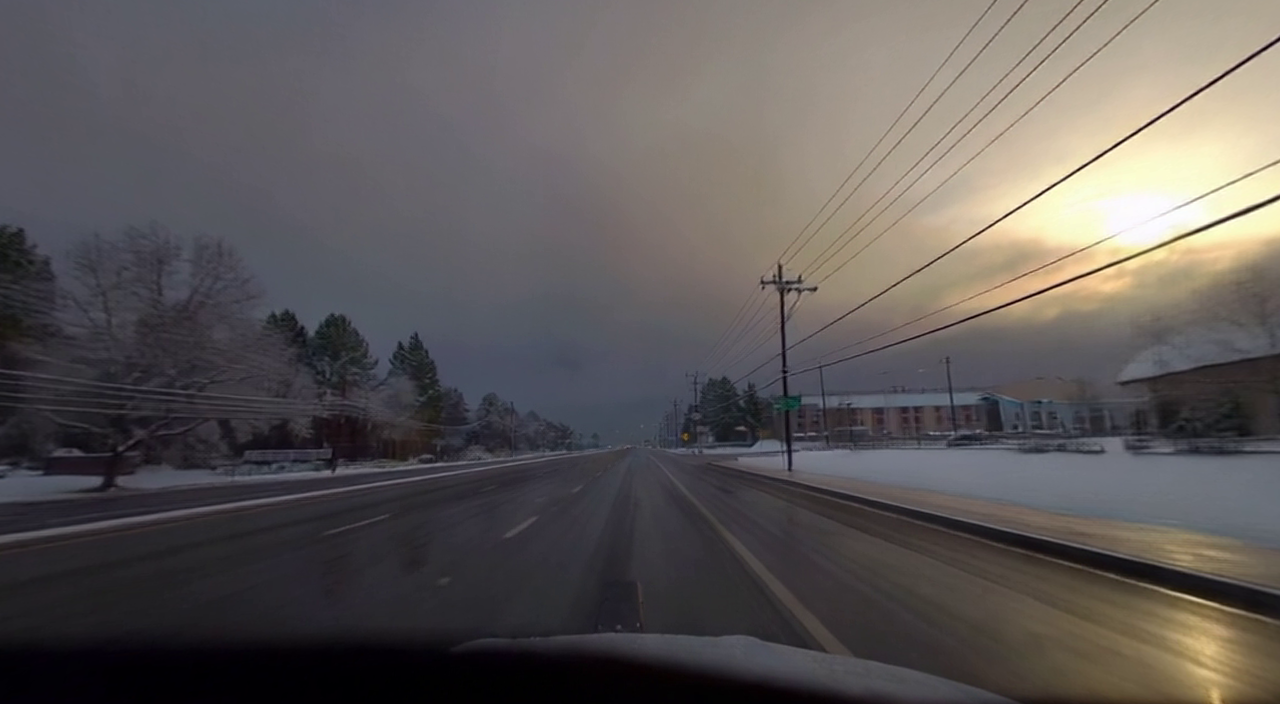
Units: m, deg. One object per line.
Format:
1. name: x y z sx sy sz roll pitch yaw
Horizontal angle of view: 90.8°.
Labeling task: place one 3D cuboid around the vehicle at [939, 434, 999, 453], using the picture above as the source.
1. vehicle: 25.472 7.115 49.124 1.996 1.442 4.785 0 -8 -1
